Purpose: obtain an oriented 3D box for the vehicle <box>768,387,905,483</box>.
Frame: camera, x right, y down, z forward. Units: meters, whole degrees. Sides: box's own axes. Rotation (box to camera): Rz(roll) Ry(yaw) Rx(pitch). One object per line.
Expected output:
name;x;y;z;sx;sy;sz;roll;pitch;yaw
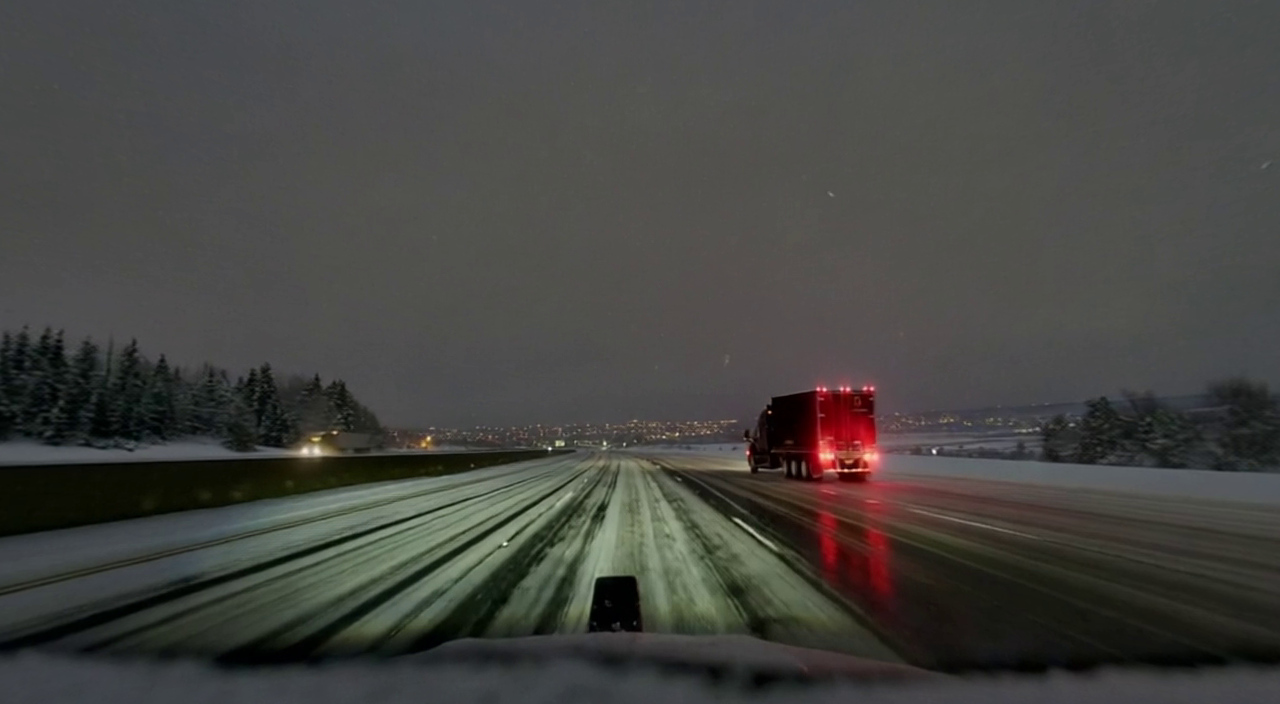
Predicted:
vehicle;6.939;3.196;23.678;2.627;3.011;7.287;0;-9;-1
